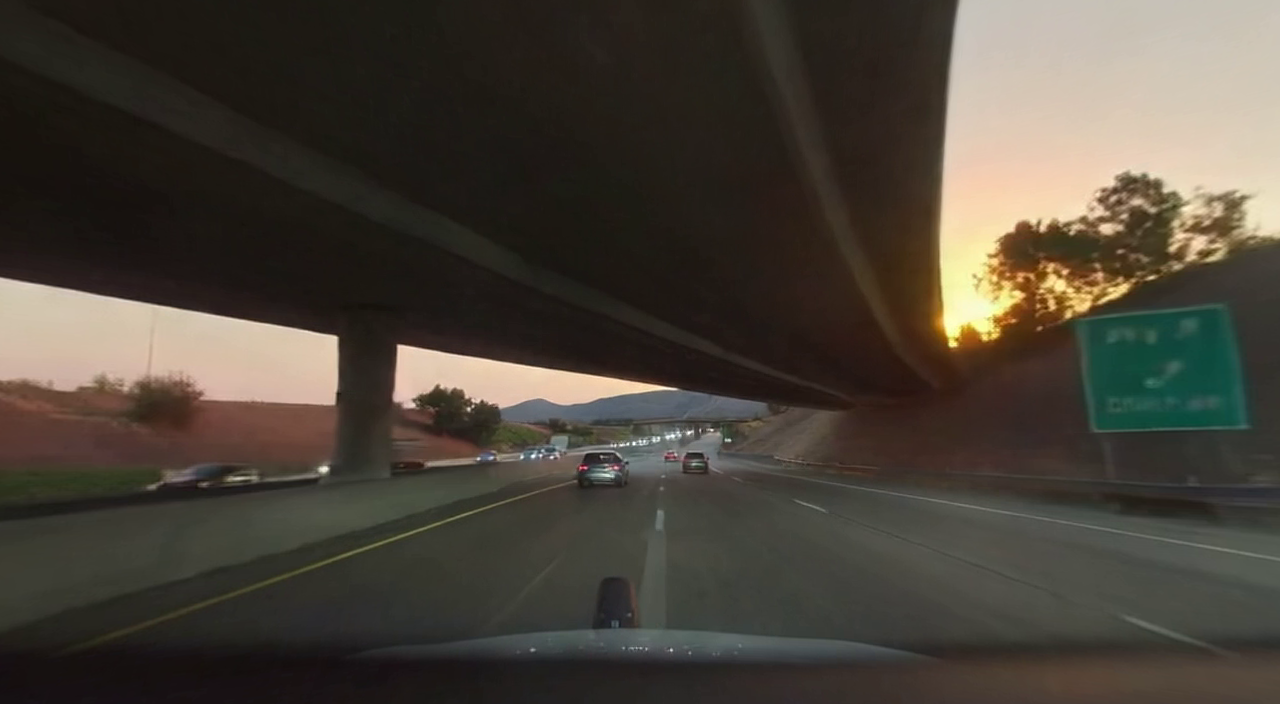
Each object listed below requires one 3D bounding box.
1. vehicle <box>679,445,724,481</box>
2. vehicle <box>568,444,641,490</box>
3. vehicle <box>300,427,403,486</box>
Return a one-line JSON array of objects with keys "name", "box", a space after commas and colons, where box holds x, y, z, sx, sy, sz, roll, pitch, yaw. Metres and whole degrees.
[{"name": "vehicle", "box": [2.920, 5.216, 29.742, 1.969, 1.595, 3.964, -1, -9, 5]}, {"name": "vehicle", "box": [-1.252, 4.362, 24.148, 2.084, 1.594, 4.219, -1, -9, 7]}, {"name": "vehicle", "box": [-14.442, 5.275, 31.938, 2.421, 2.691, 6.009, 0, -9, -1]}]
